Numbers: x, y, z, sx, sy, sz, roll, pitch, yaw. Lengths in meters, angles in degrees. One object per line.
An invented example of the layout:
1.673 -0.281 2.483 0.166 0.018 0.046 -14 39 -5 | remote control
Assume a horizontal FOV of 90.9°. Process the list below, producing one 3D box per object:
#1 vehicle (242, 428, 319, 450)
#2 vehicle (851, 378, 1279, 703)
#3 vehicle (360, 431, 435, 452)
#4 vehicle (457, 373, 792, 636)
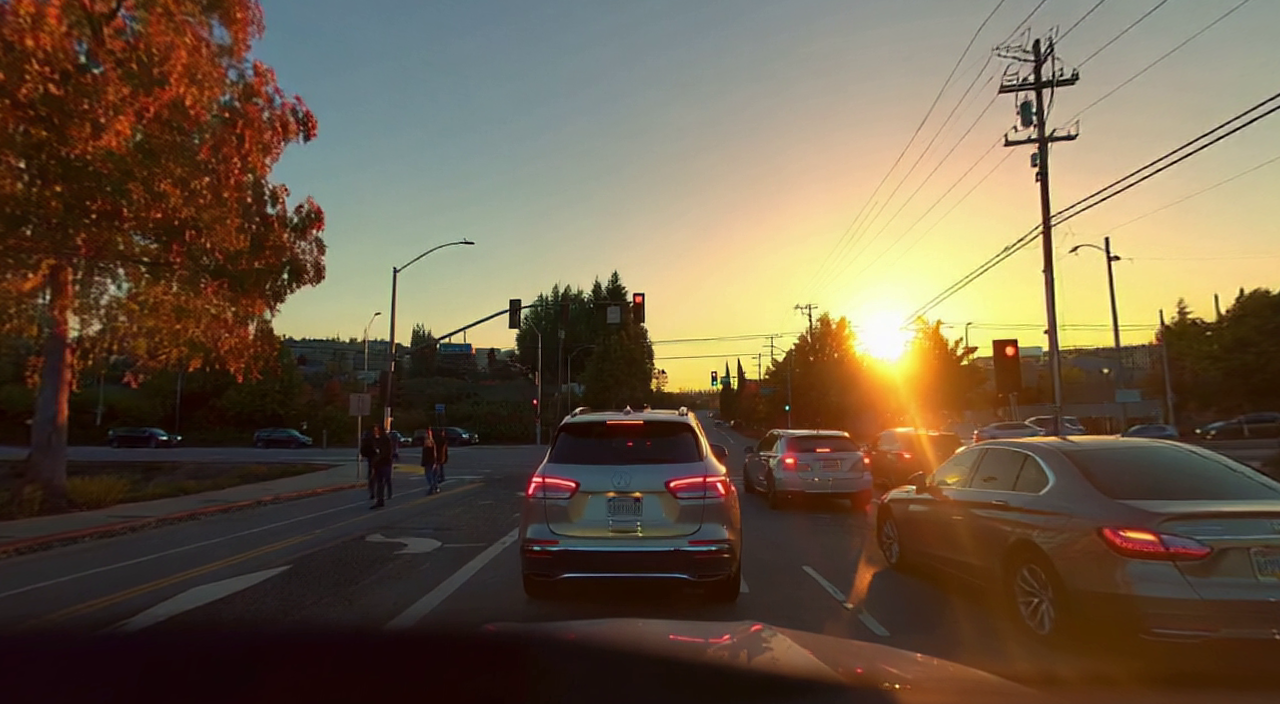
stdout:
-26.852 6.524 47.203 4.587 1.639 1.878 0 -8 0 | vehicle
3.554 1.298 5.554 1.948 1.677 4.437 0 -8 2 | vehicle
-17.768 6.554 46.354 4.607 1.478 1.995 0 -8 0 | vehicle
-0.142 1.357 6.597 2.271 1.786 4.443 0 -8 -1 | vehicle
